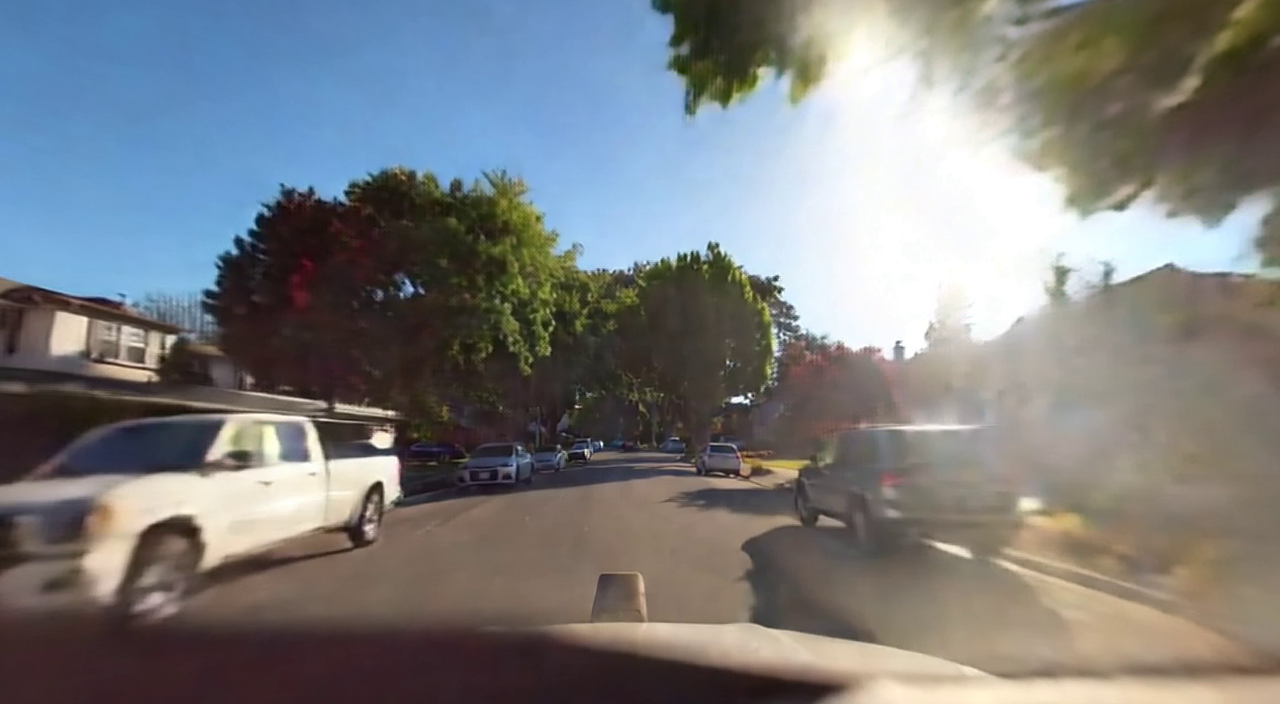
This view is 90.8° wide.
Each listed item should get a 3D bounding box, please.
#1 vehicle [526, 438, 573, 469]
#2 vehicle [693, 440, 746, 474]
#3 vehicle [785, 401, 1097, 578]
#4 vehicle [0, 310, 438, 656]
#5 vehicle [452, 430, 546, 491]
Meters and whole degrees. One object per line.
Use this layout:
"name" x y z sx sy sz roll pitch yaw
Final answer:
"vehicle" -5.042 5.706 35.769 1.887 1.660 4.312 0 -8 1
"vehicle" 3.668 4.912 29.864 1.945 1.495 3.983 0 -8 0
"vehicle" 3.578 1.718 8.673 2.082 1.790 4.330 0 -8 -1
"vehicle" -4.779 1.300 7.789 2.476 2.434 6.543 -1 -7 0
"vehicle" -4.743 3.660 22.076 2.140 1.815 4.926 0 -7 0
